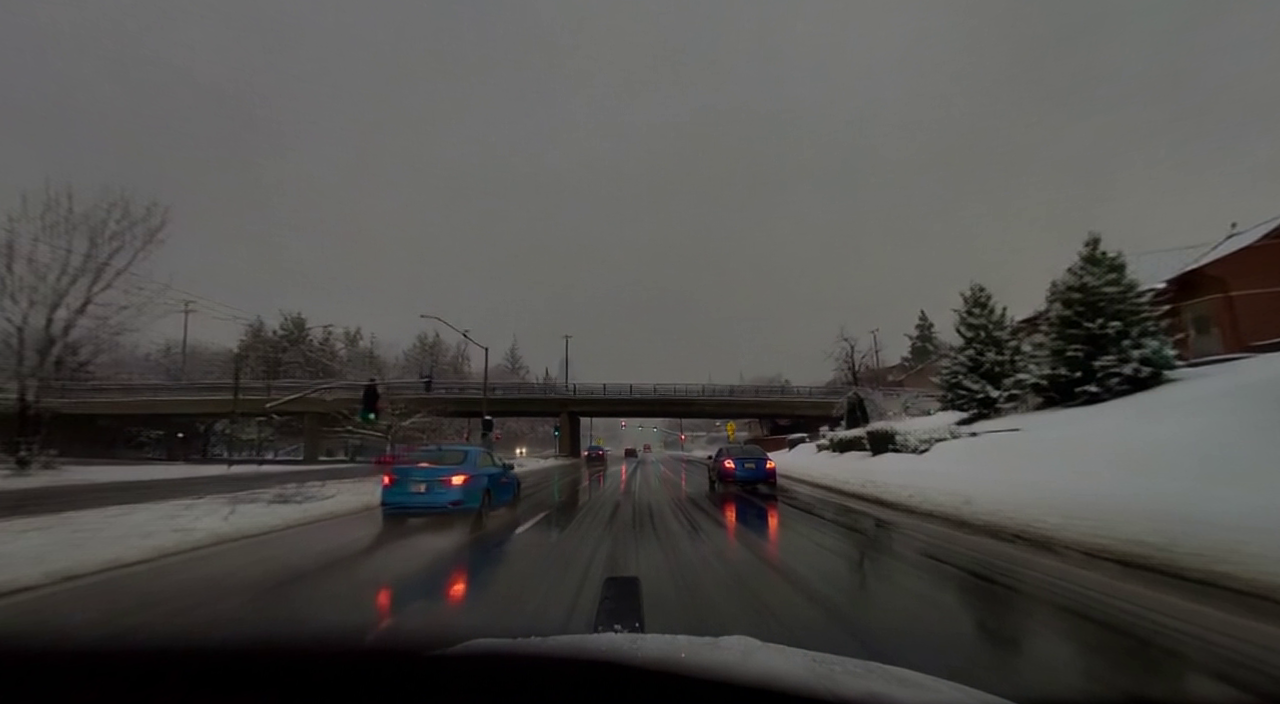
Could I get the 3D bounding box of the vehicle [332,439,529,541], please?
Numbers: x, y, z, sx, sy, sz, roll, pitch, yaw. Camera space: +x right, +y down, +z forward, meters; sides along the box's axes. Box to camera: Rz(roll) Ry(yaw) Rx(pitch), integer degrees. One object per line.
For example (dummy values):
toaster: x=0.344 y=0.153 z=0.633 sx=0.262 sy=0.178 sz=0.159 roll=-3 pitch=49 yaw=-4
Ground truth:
vehicle: x=-3.500 y=2.382 z=11.635 sx=2.060 sy=1.484 sz=4.417 roll=0 pitch=-8 yaw=1

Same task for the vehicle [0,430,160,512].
vehicle: x=-13.773 y=2.643 z=14.436 sx=2.090 sy=1.600 sz=4.492 roll=0 pitch=-8 yaw=-1

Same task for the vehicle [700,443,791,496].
vehicle: x=3.208 y=3.677 z=20.175 sx=2.068 sy=1.497 sz=4.247 roll=0 pitch=-8 yaw=-2
